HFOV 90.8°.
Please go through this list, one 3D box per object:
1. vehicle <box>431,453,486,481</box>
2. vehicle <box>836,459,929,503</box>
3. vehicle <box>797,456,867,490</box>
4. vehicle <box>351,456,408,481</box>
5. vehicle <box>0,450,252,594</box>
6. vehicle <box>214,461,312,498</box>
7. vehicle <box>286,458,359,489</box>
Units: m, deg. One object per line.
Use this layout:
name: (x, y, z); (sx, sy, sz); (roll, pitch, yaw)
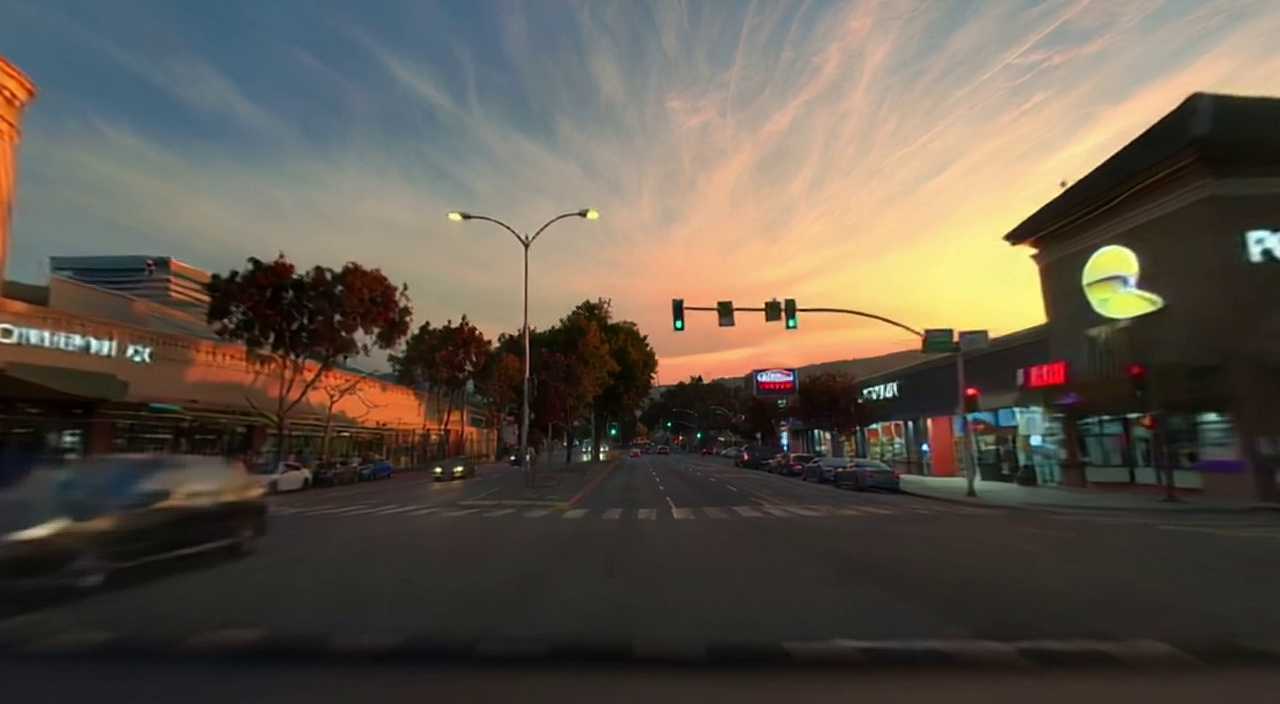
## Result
vehicle: (-10.999, 6.989, 38.617); (1.943, 1.501, 4.626); (0, -8, 1)
vehicle: (9.683, 5.166, 25.694); (1.948, 1.483, 4.645); (0, -8, 0)
vehicle: (9.716, 6.149, 32.444); (1.913, 1.492, 4.787); (0, -8, -2)
vehicle: (-17.922, 7.989, 43.641); (1.951, 1.524, 4.409); (0, -8, 1)
vehicle: (-8.214, 2.235, 9.216); (2.225, 1.532, 4.486); (0, -8, 0)
vehicle: (-18.105, 6.107, 30.653); (1.858, 1.493, 4.721); (0, -8, -1)
vehicle: (-18.177, 6.935, 36.379); (1.756, 1.525, 4.355); (0, -8, 3)
